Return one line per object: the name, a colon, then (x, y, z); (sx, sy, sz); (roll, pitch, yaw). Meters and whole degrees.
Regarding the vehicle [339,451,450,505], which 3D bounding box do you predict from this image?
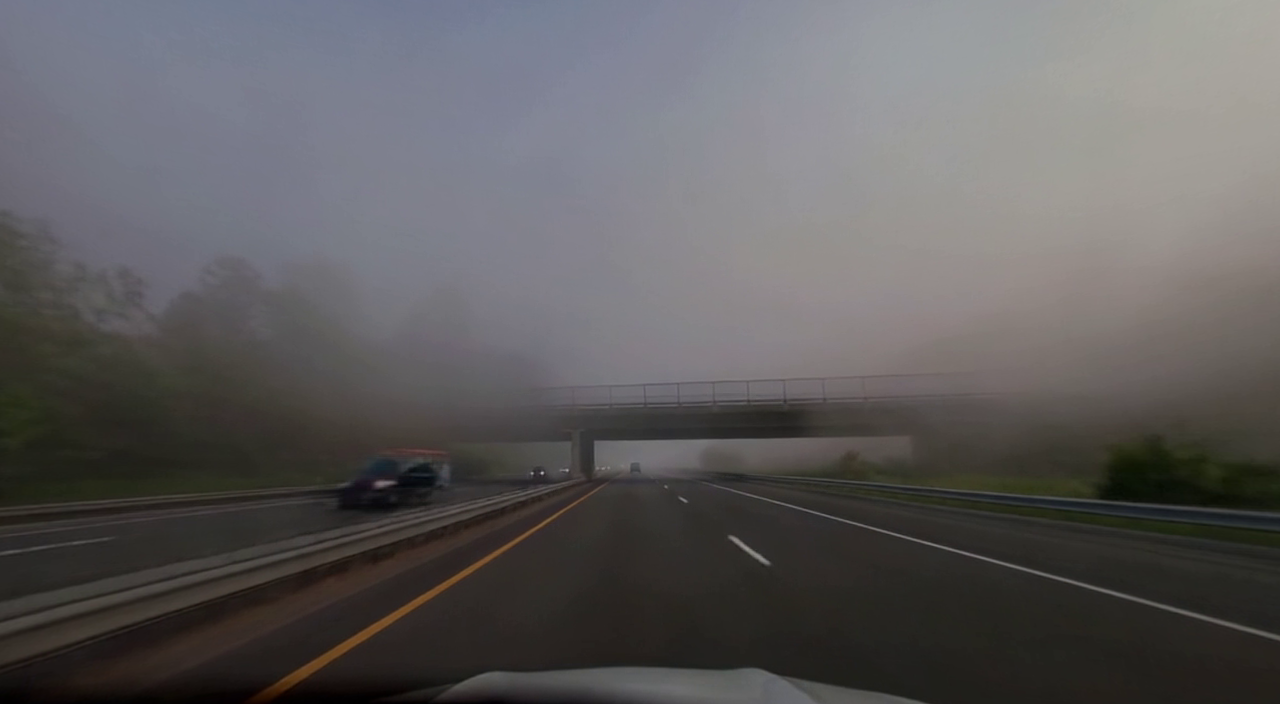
vehicle: (-9.204, 4.778, 24.088); (2.150, 1.806, 5.014); (1, -10, 1)
